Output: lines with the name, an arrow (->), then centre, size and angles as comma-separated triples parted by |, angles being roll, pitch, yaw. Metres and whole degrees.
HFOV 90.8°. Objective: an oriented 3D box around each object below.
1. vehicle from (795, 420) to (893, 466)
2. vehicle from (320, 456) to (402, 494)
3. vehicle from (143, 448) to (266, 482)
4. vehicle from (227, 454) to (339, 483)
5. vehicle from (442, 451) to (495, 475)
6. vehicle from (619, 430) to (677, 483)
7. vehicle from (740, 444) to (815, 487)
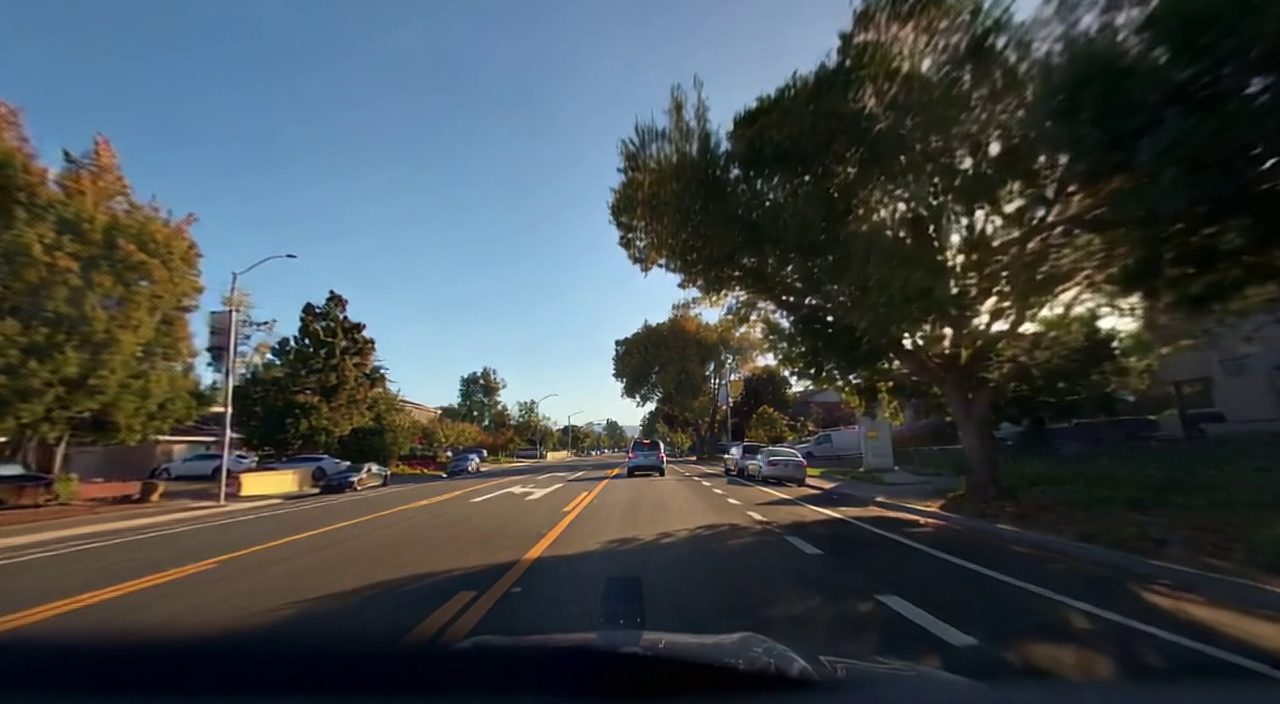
vehicle -> 12.014, 5.377, 37.498 | 4.855, 2.572, 2.358 | -1, -8, -1
vehicle -> -12.198, 5.371, 27.937 | 1.920, 1.476, 3.826 | 0, -8, -1
vehicle -> -24.654, 6.392, 35.921 | 5.278, 1.780, 2.246 | 0, -8, 0
vehicle -> -19.025, 6.220, 33.858 | 4.801, 1.478, 1.883 | 0, -8, -2
vehicle -> -12.318, 8.026, 45.803 | 2.192, 1.541, 5.391 | 0, -8, 1
vehicle -> 0.303, 4.235, 25.863 | 2.153, 1.942, 4.767 | 0, -8, 0
vehicle -> 5.135, 4.280, 24.135 | 1.902, 1.472, 4.139 | 0, -8, -1
